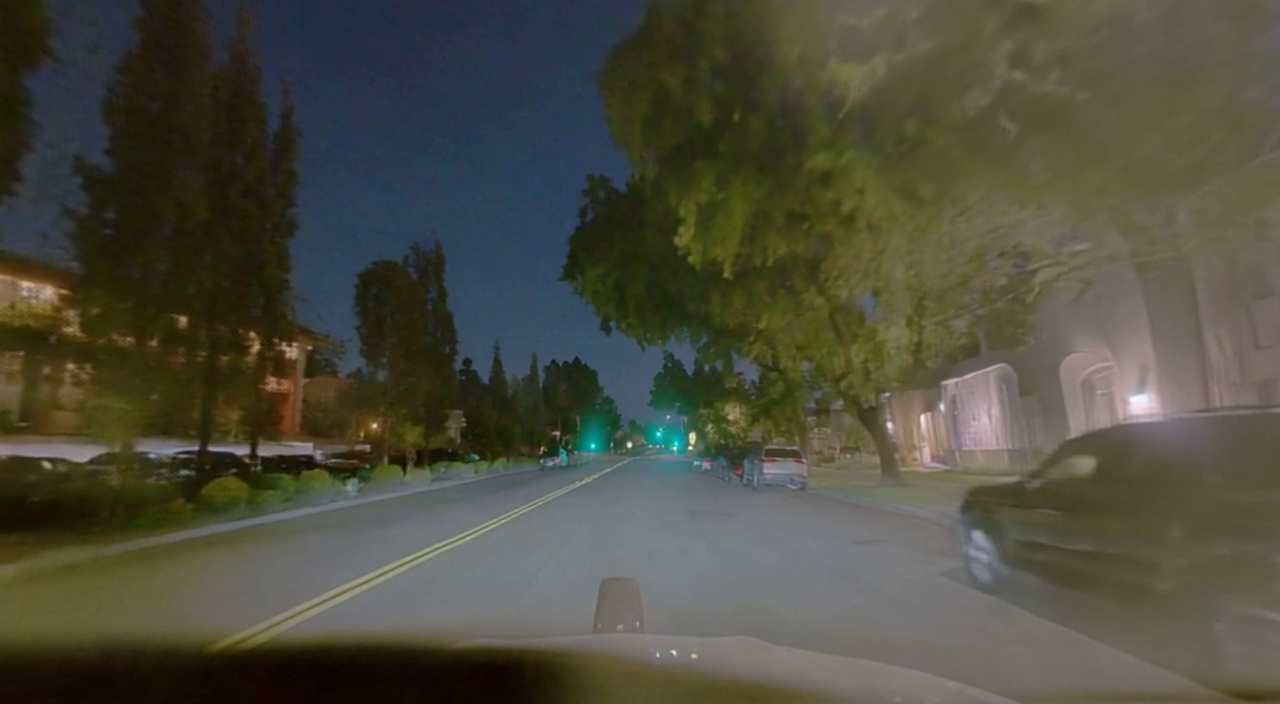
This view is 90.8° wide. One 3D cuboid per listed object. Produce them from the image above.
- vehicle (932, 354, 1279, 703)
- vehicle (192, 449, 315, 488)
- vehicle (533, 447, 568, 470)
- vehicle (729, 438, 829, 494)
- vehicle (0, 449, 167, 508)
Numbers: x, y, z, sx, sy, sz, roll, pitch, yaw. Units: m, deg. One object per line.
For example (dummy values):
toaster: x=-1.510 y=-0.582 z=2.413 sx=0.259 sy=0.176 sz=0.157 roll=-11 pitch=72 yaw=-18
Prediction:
vehicle: x=4.017 y=1.053 z=4.122 sx=2.104 sy=1.726 sz=4.288 roll=0 pitch=-8 yaw=-1
vehicle: x=-15.674 y=4.677 z=25.668 sx=4.181 sy=1.467 sz=1.851 roll=-3 pitch=-9 yaw=16
vehicle: x=-6.530 y=7.752 z=46.306 sx=1.928 sy=1.537 sz=4.439 roll=-1 pitch=-8 yaw=0
vehicle: x=4.253 y=3.581 z=20.272 sx=1.952 sy=1.538 sz=5.215 roll=0 pitch=-8 yaw=-1
vehicle: x=-16.025 y=3.497 z=17.823 sx=4.491 sy=1.455 sz=1.959 roll=-3 pitch=-9 yaw=18
